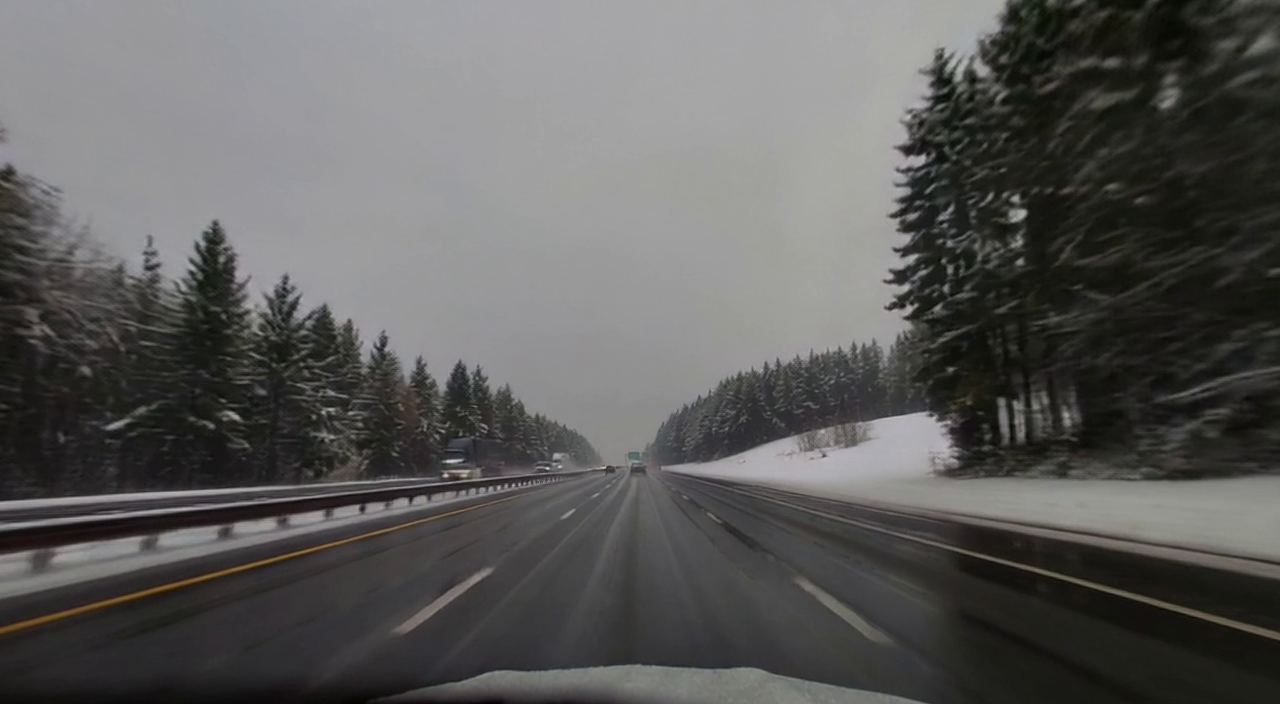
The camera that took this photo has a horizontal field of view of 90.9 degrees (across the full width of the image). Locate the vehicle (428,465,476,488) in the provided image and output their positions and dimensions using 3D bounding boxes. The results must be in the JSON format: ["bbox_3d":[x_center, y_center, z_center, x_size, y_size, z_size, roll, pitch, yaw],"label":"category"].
[{"bbox_3d":[-12.186,8.100,41.043,1.961,1.374,3.513,0,-11,1],"label":"vehicle"}]
